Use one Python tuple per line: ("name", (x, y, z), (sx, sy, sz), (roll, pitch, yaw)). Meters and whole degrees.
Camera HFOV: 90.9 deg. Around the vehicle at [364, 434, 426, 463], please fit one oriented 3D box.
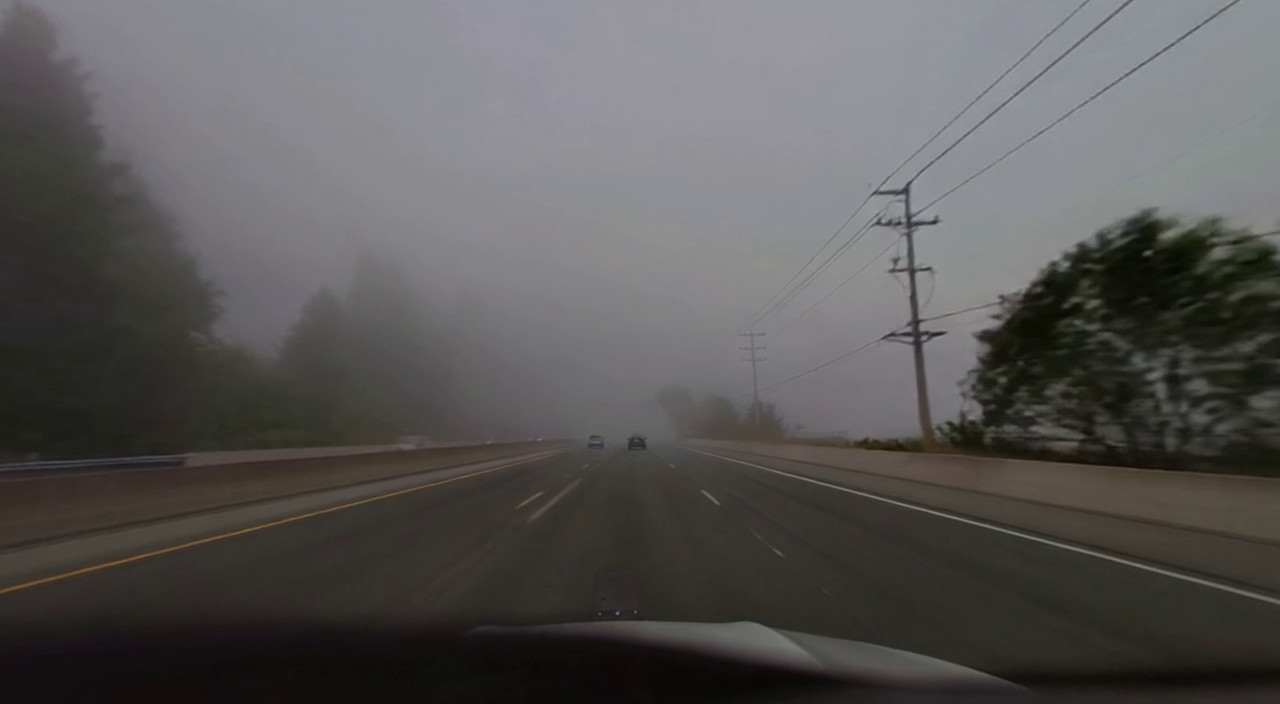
("vehicle", (-13.256, 5.223, 34.365), (1.829, 1.435, 4.127), (0, -8, -2))
